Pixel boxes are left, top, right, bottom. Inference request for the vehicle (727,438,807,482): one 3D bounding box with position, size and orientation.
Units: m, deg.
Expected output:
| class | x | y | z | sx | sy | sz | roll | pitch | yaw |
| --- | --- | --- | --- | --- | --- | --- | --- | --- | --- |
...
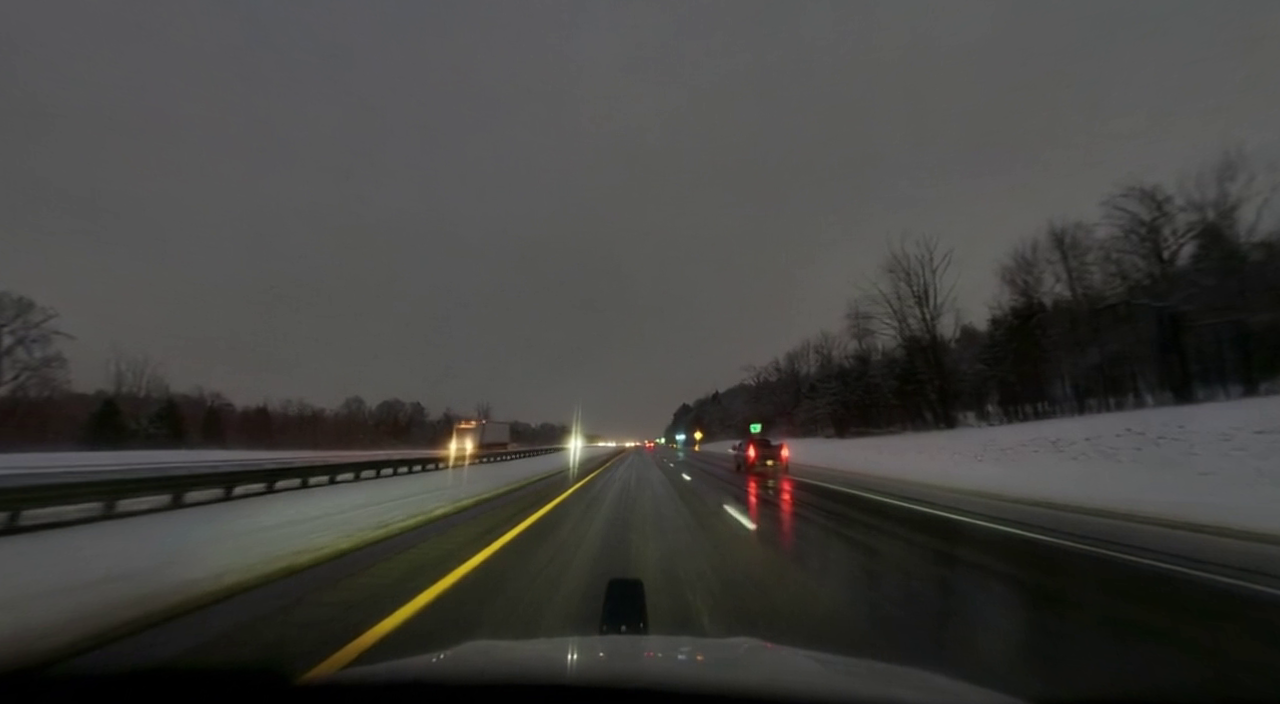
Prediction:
| class | x | y | z | sx | sy | sz | roll | pitch | yaw |
| --- | --- | --- | --- | --- | --- | --- | --- | --- | --- |
| vehicle | 4.633 | 4.010 | 23.651 | 2.012 | 1.476 | 4.256 | 0 | -8 | -1 |
